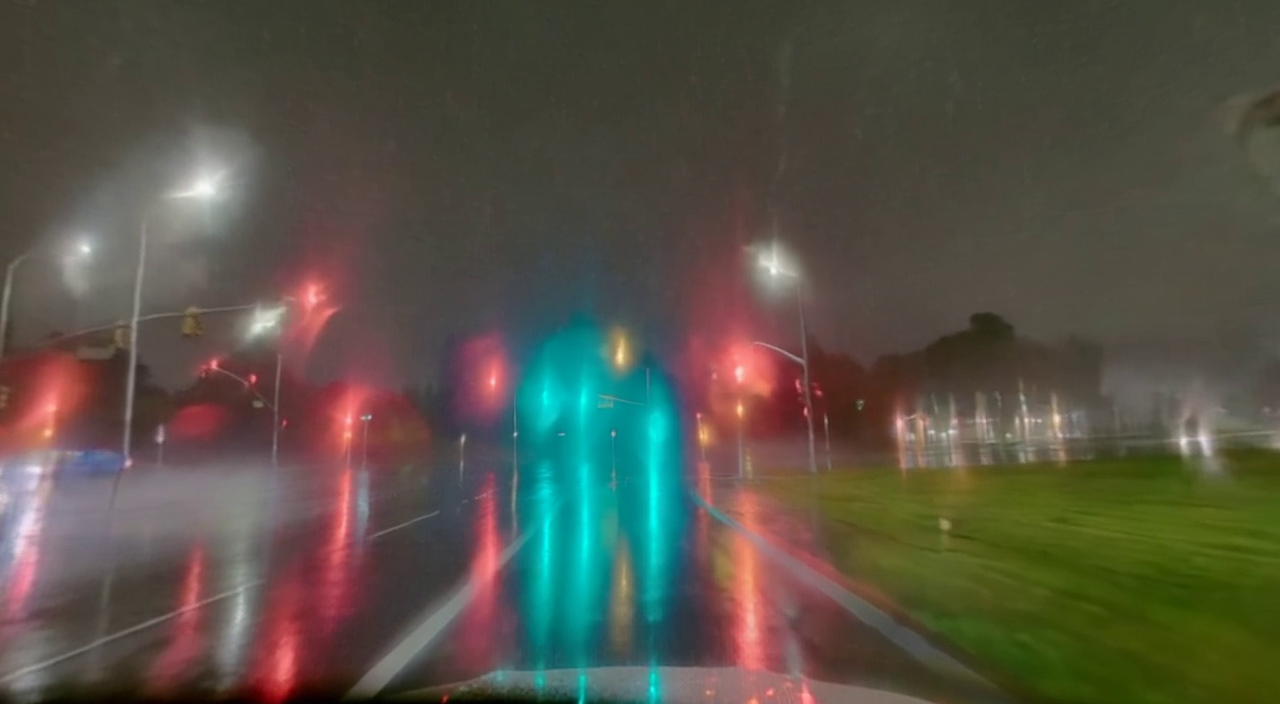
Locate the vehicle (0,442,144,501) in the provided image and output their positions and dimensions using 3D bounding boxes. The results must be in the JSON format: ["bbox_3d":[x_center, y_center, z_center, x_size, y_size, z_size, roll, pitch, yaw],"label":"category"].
[{"bbox_3d":[-17.438,3.434,18.562,1.837,1.530,4.570,-1,-8,2],"label":"vehicle"}]
